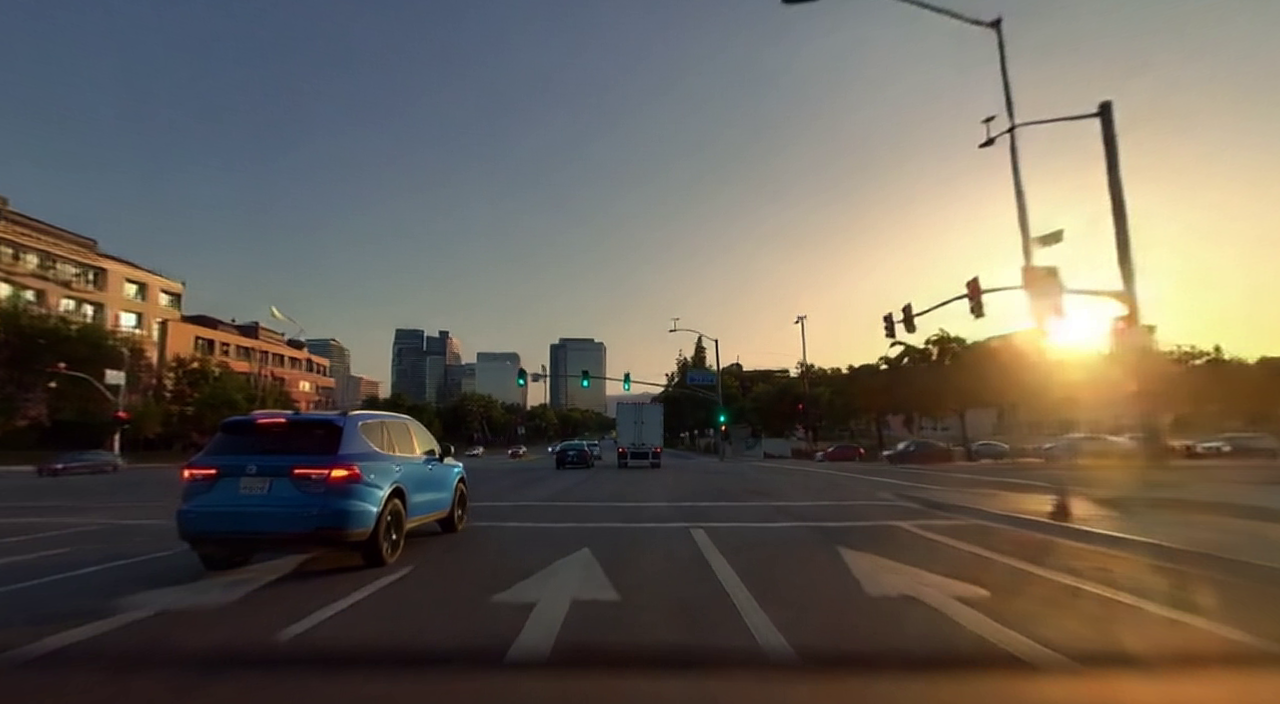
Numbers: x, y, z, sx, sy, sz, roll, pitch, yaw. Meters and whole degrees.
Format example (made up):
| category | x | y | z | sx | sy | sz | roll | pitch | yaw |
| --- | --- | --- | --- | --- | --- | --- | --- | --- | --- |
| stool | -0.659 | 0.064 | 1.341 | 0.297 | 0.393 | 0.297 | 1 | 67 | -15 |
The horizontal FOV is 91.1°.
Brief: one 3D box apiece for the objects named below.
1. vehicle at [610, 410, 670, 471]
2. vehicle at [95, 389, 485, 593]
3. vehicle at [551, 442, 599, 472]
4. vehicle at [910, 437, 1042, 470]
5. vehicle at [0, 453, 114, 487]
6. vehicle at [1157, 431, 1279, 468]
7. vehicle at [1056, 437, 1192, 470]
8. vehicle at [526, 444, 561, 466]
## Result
| category | x | y | z | sx | sy | sz | roll | pitch | yaw |
| --- | --- | --- | --- | --- | --- | --- | --- | --- | --- |
| vehicle | 0.048 | 4.889 | 34.595 | 2.993 | 3.051 | 6.692 | 0 | -8 | 1 |
| vehicle | -3.779 | 1.610 | 8.203 | 2.178 | 1.826 | 4.933 | 0 | -8 | 1 |
| vehicle | -3.310 | 5.452 | 32.869 | 2.023 | 1.483 | 4.143 | 0 | -8 | 1 |
| vehicle | 15.708 | 4.764 | 29.522 | 4.983 | 1.511 | 2.077 | 0 | -8 | -1 |
| vehicle | -28.992 | 5.766 | 30.980 | 1.868 | 1.465 | 4.810 | 0 | -8 | 0 |
| vehicle | 30.639 | 5.068 | 32.635 | 5.530 | 1.827 | 2.161 | 0 | -8 | 0 |
| vehicle | 22.755 | 4.794 | 29.629 | 4.716 | 1.494 | 2.001 | 0 | -8 | 0 |
| vehicle | -7.007 | 7.533 | 46.075 | 1.933 | 1.477 | 4.119 | 0 | -8 | 0 |
